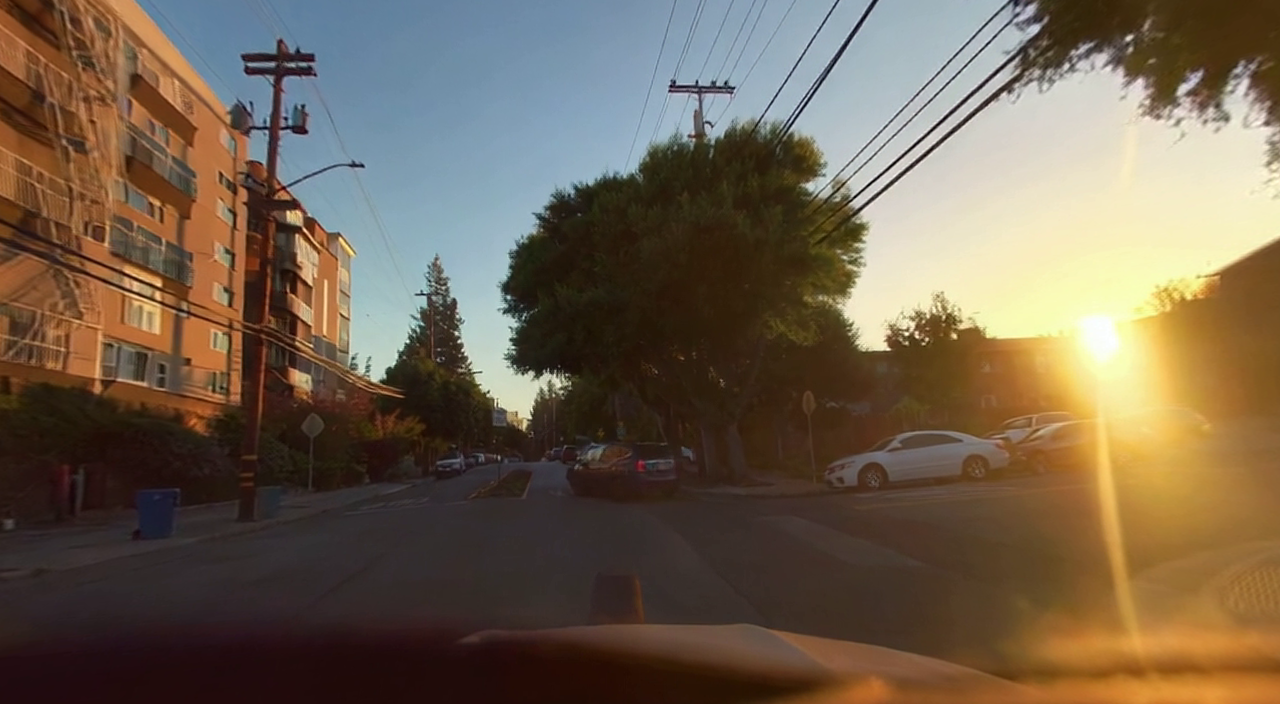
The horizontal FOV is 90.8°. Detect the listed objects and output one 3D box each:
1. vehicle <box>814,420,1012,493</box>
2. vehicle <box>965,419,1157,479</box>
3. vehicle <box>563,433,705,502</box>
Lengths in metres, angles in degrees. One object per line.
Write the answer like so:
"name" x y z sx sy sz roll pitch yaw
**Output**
"vehicle" 7.893 3.061 18.475 4.877 1.755 1.918 -1 -11 -11
"vehicle" 12.962 3.017 19.563 4.830 1.490 1.878 -1 -11 -11
"vehicle" -0.340 3.586 20.076 2.155 1.872 4.790 6 -11 -35
